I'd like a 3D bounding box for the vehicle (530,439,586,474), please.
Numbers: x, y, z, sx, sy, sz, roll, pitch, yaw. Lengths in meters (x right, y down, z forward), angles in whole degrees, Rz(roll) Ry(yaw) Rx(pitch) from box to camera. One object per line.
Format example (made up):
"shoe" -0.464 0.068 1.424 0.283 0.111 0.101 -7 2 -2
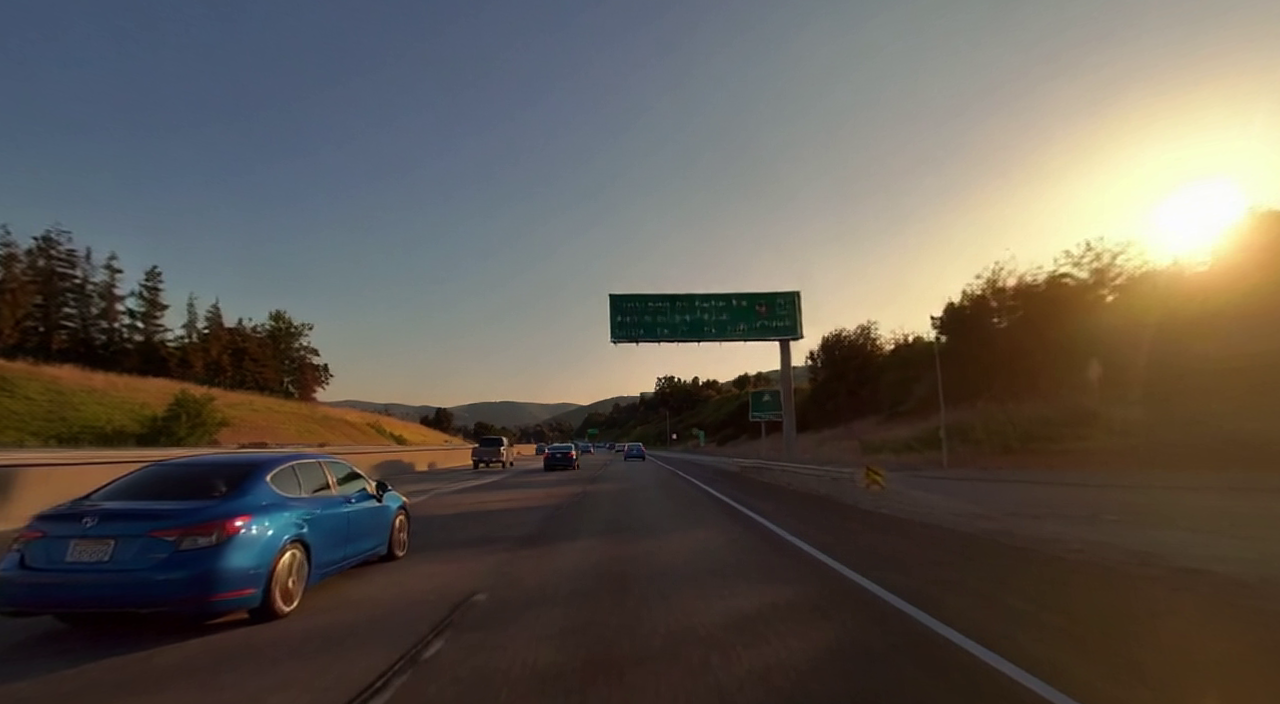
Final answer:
"vehicle" -3.685 4.787 29.226 2.068 1.501 4.395 0 -8 -1

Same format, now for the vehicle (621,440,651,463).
"vehicle" -0.312 7.039 44.778 2.018 1.508 4.087 0 -8 -2

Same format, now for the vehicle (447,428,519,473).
"vehicle" -7.450 4.744 30.571 2.171 1.982 5.246 0 -8 -1

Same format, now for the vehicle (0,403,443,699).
"vehicle" -3.437 1.342 5.511 2.025 1.506 4.429 0 -8 0
